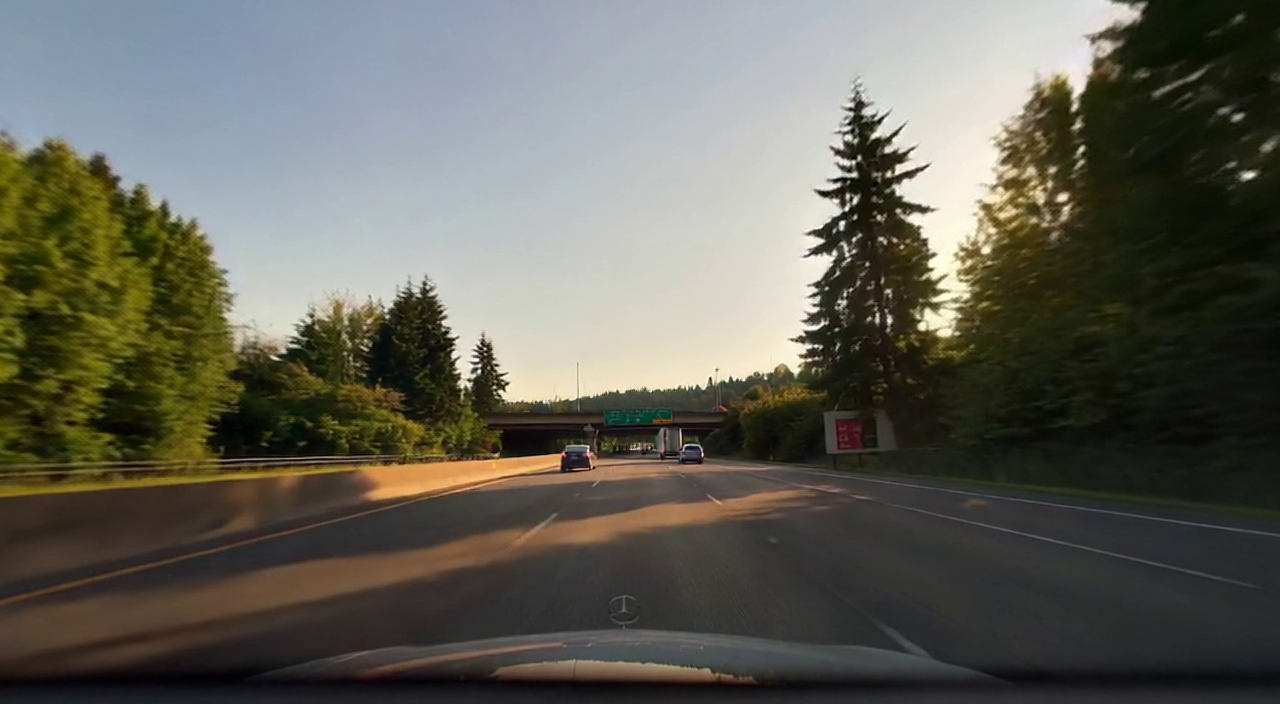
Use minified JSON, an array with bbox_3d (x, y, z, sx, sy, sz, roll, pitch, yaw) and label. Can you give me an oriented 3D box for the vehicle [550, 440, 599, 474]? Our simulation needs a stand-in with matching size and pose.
[{"bbox_3d":[-3.554,5.822,35.168,2.238,1.792,4.518,0,-9,1],"label":"vehicle"}]
